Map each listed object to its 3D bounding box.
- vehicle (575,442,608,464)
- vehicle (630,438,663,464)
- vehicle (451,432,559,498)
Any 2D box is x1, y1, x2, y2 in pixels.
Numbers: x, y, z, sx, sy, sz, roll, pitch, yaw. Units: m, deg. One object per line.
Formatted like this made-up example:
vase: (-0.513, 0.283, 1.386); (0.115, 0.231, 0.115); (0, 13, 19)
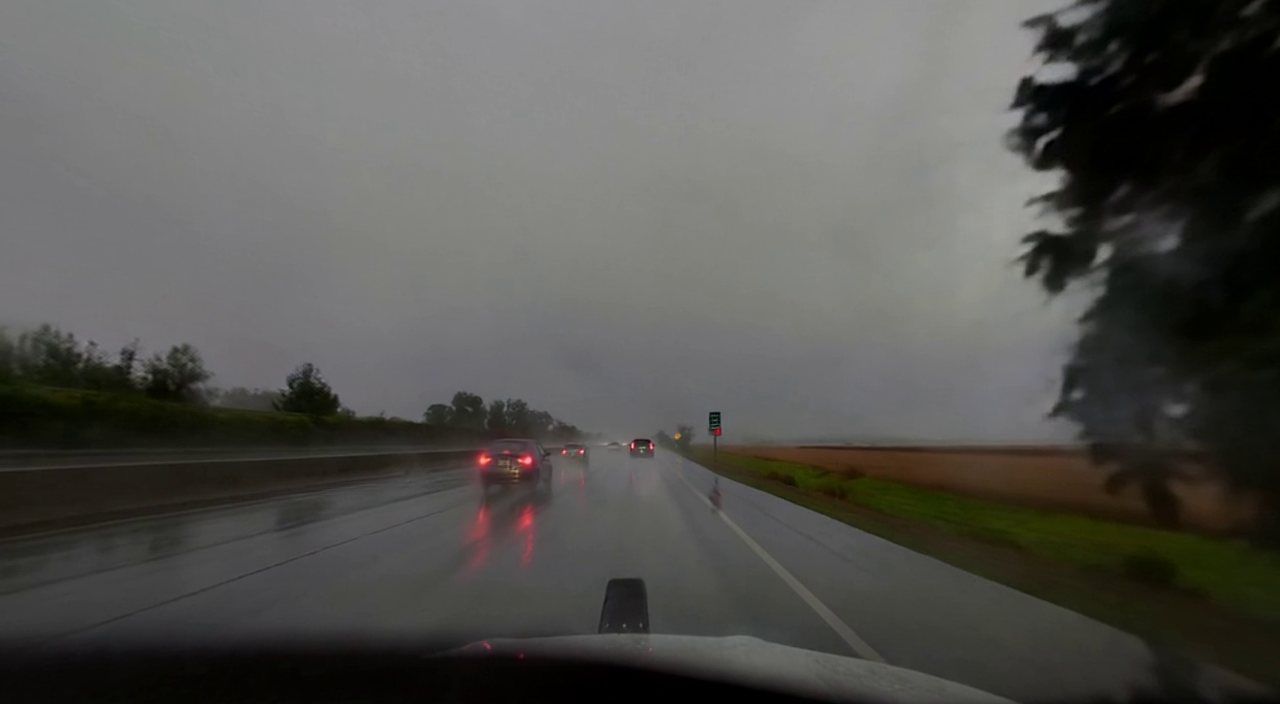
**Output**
vehicle: (-3.505, 7.347, 46.151); (2.066, 1.497, 4.253); (0, -8, 0)
vehicle: (0.418, 6.999, 44.695); (2.259, 1.697, 4.106); (0, -8, -1)
vehicle: (-3.654, 3.153, 18.006); (2.028, 1.634, 4.441); (0, -8, 1)
